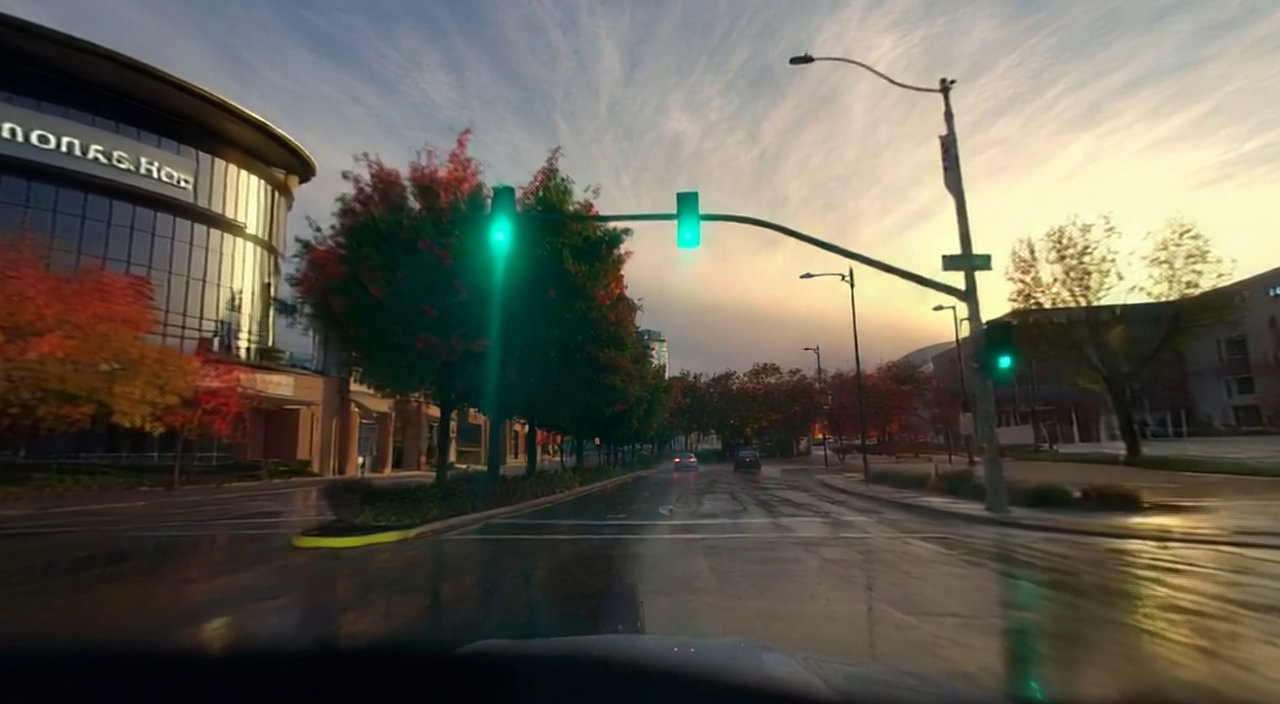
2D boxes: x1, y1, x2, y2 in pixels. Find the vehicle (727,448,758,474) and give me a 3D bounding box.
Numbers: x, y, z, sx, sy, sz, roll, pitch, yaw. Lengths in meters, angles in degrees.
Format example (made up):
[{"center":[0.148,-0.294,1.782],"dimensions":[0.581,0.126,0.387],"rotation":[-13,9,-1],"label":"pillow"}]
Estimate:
[{"center":[7.616,8.120,47.172],"dimensions":[2.174,1.749,4.739],"rotation":[-1,-9,8],"label":"vehicle"}]
